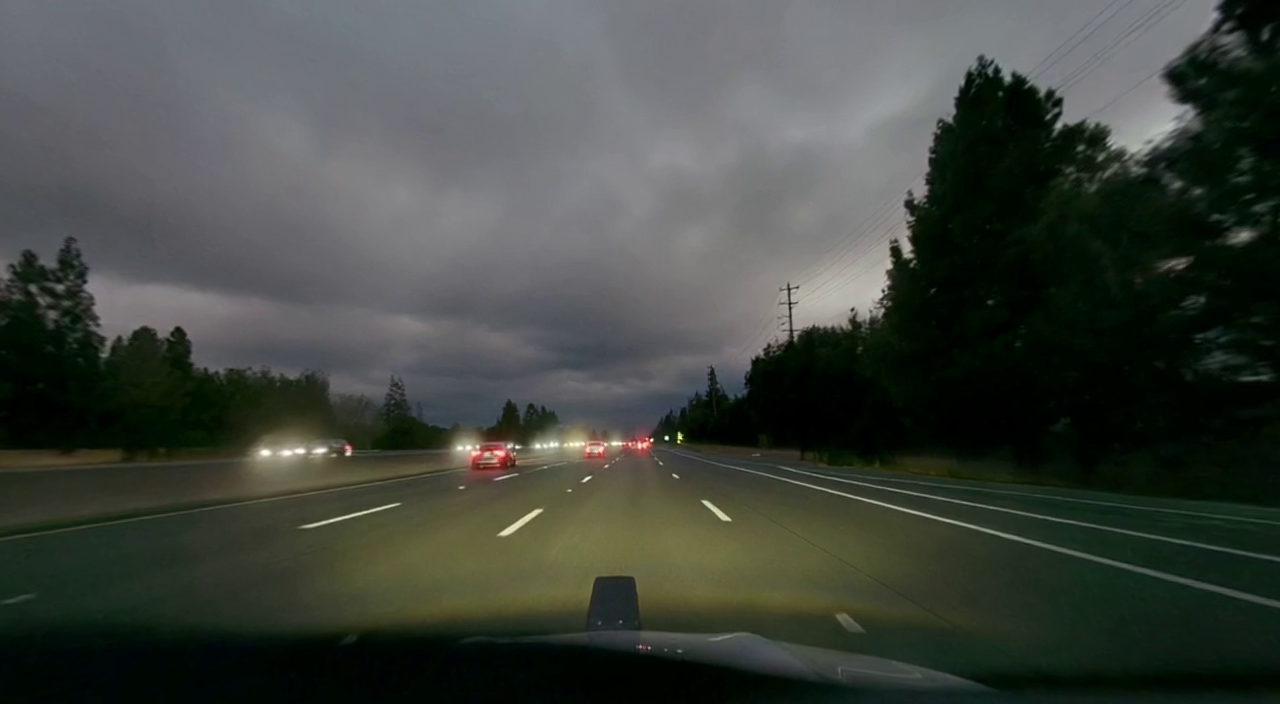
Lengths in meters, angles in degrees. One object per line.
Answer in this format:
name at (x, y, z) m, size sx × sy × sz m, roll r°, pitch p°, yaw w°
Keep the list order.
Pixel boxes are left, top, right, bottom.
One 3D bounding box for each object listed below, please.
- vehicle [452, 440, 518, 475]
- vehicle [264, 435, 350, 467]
vehicle at (-7.445, 5.134, 30.700) m, size 2.034 × 1.563 × 4.476 m, roll 0°, pitch -9°, yaw 1°
vehicle at (-21.635, 6.495, 41.251) m, size 2.357 × 1.929 × 5.744 m, roll 0°, pitch -9°, yaw 1°
